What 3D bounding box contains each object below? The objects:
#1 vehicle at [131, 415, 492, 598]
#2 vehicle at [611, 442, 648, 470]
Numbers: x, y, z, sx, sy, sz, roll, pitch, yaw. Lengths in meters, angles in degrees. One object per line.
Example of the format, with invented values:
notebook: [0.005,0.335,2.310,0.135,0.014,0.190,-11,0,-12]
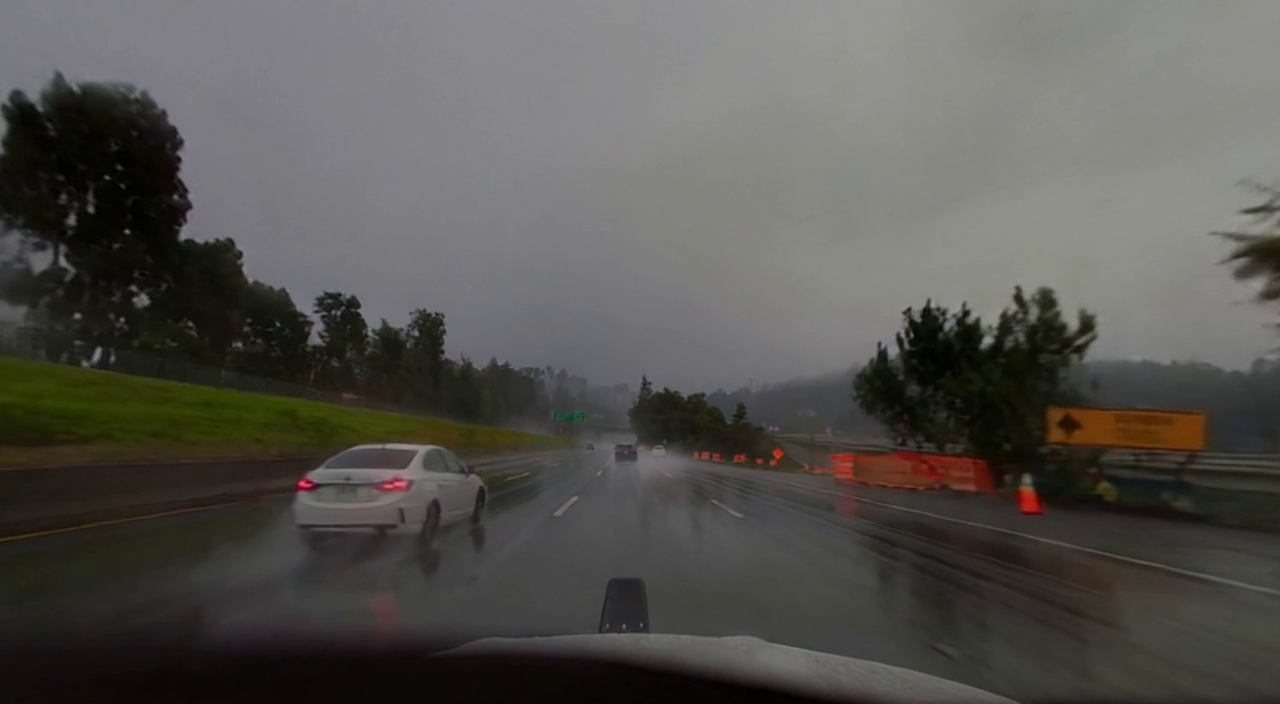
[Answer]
vehicle: [-3.572,1.764,8.201,2.114,1.650,4.730,0,-8,0]
vehicle: [-0.760,7.011,42.771,2.328,1.805,4.502,0,-8,-2]
